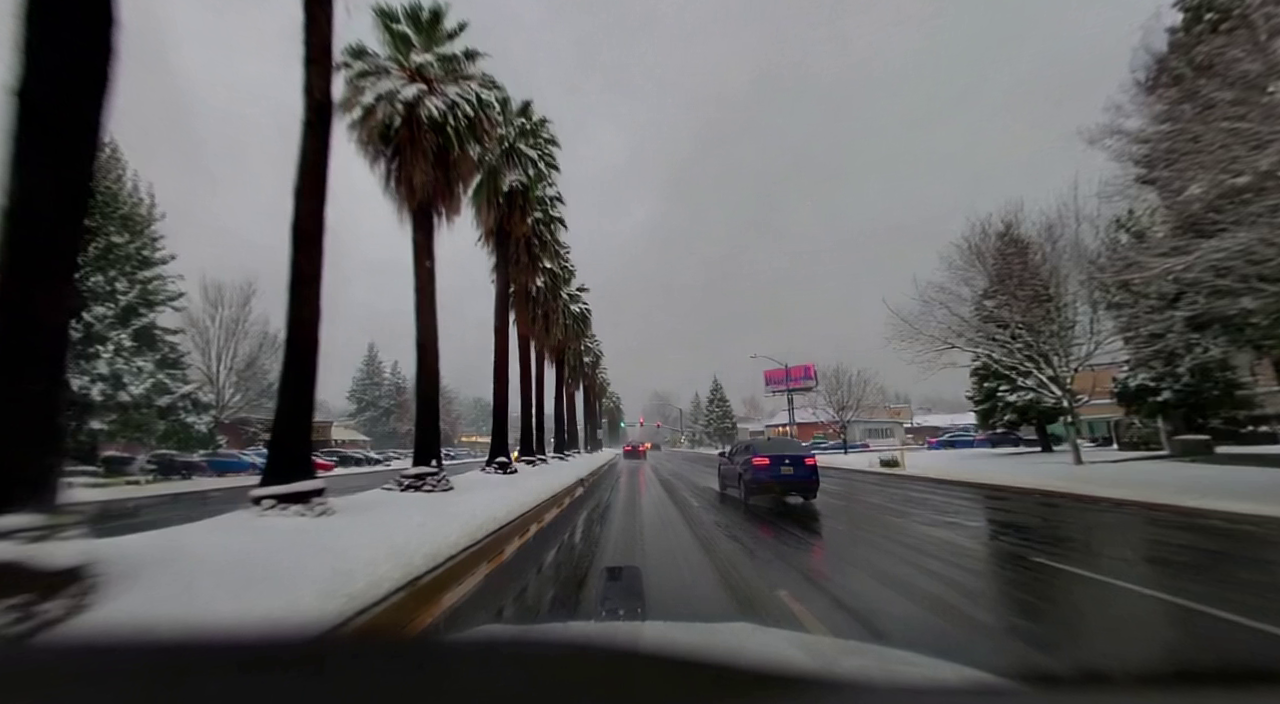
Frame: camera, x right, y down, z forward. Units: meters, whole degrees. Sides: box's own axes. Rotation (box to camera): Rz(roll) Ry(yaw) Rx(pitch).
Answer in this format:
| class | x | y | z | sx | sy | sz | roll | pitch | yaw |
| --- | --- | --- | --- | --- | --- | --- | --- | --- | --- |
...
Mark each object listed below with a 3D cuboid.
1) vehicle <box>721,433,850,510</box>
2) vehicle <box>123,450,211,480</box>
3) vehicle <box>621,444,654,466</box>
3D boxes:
| class | x | y | z | sx | sy | sz | roll | pitch | yaw |
| --- | --- | --- | --- | --- | --- | --- | --- | --- | --- |
| vehicle | 3.234 | 2.749 | 15.022 | 1.889 | 1.541 | 4.303 | 0 | -9 | -2 |
| vehicle | -32.587 | 7.748 | 43.562 | 4.634 | 1.870 | 2.177 | 7 | -11 | -39 |
| vehicle | -0.246 | 7.325 | 45.232 | 2.258 | 1.468 | 4.076 | 0 | -8 | -2 |
